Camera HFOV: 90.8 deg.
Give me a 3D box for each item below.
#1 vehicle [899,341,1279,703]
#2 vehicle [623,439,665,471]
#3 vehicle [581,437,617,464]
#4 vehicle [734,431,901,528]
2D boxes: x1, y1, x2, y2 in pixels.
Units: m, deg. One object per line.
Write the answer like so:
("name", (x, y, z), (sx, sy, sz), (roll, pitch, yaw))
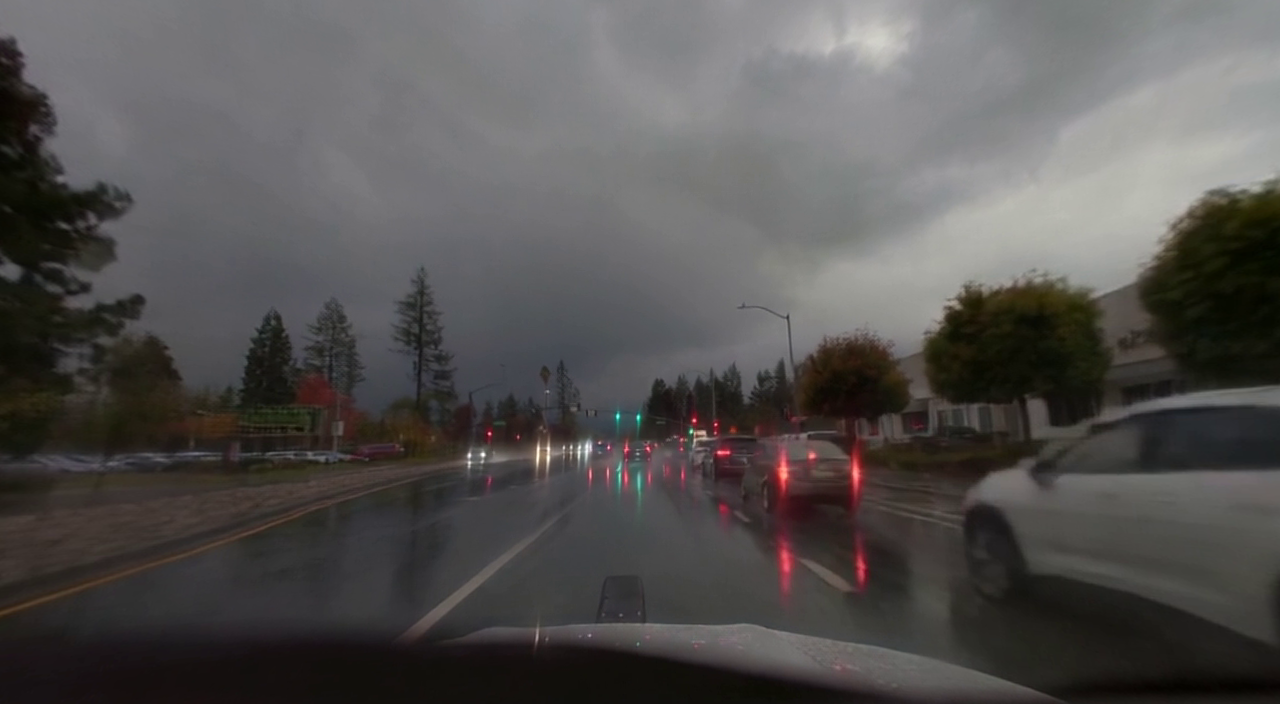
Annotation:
("vehicle", (3.492, 0.997, 3.793), (2.085, 1.668, 4.077), (0, -9, -1))
("vehicle", (0.159, 5.273, 32.433), (2.023, 1.532, 3.891), (0, -9, -1))
("vehicle", (-2.906, 7.150, 46.040), (2.280, 1.810, 4.903), (-1, -9, 0))
("vehicle", (3.133, 2.354, 12.289), (1.864, 1.484, 4.662), (0, -9, 0))
